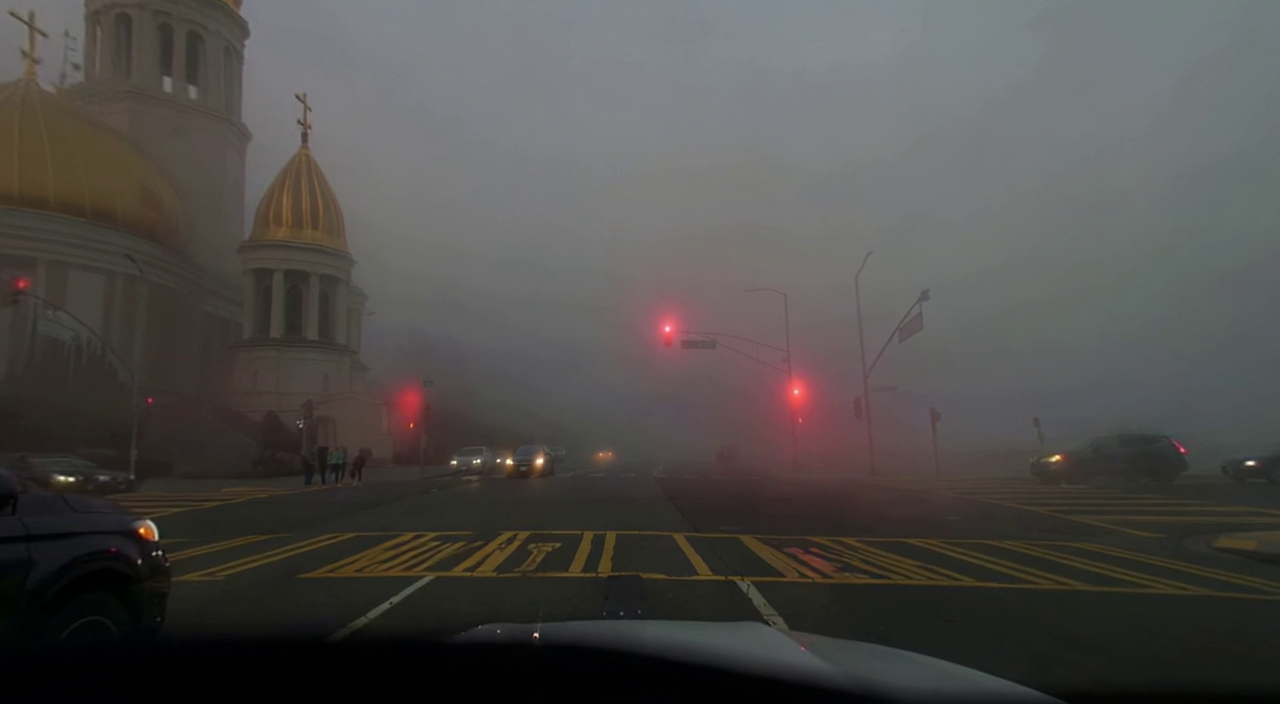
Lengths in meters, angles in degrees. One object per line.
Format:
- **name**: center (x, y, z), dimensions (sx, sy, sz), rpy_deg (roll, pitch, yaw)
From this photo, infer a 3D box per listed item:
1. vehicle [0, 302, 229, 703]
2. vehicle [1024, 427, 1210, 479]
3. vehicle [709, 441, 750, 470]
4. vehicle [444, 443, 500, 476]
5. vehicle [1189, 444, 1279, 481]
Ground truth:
- **vehicle**: center (-3.876, 0.582, 1.192), dimensions (2.251, 2.009, 5.688), rpy_deg (0, -8, 1)
- **vehicle**: center (19.871, 4.242, 26.575), dimensions (5.852, 2.057, 2.361), rpy_deg (0, -8, 0)
- **vehicle**: center (5.823, 6.773, 41.528), dimensions (1.969, 1.776, 4.329), rpy_deg (0, -8, -2)
- **vehicle**: center (-10.246, 6.561, 38.968), dimensions (2.076, 1.876, 4.669), rpy_deg (0, -8, 1)
- **vehicle**: center (26.365, 4.636, 26.662), dimensions (4.561, 1.475, 1.850), rpy_deg (0, -8, 0)
